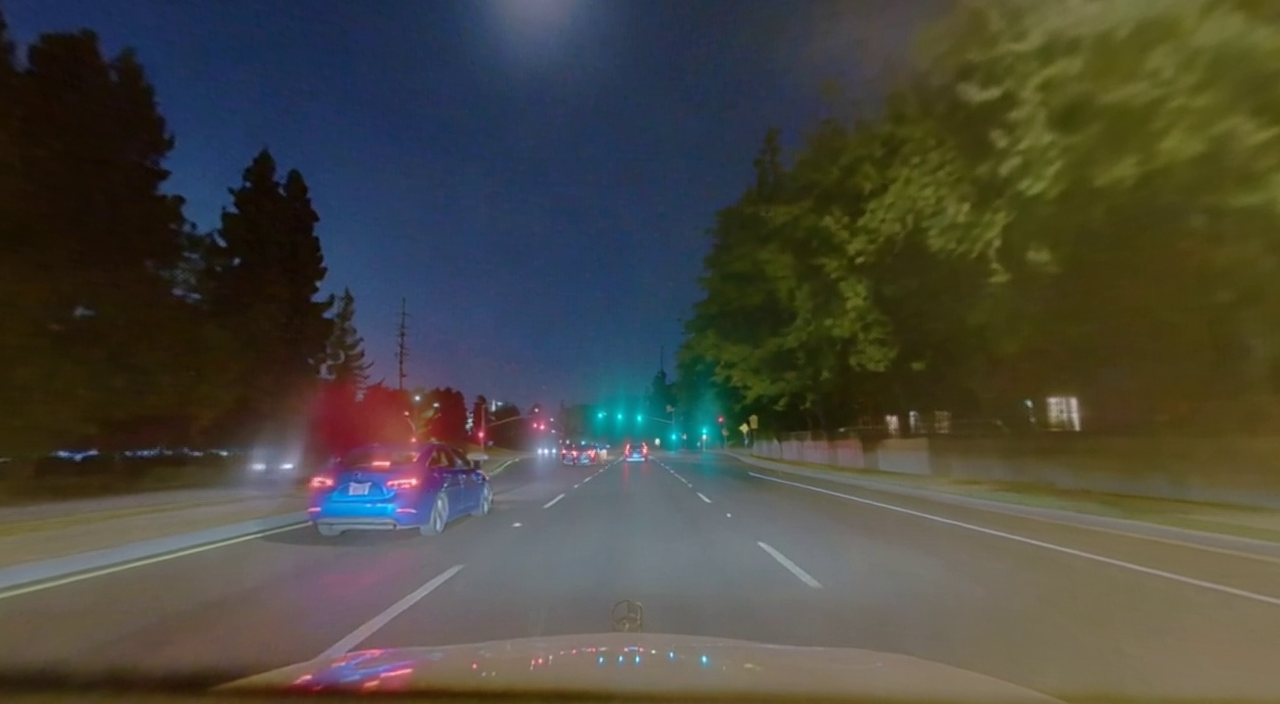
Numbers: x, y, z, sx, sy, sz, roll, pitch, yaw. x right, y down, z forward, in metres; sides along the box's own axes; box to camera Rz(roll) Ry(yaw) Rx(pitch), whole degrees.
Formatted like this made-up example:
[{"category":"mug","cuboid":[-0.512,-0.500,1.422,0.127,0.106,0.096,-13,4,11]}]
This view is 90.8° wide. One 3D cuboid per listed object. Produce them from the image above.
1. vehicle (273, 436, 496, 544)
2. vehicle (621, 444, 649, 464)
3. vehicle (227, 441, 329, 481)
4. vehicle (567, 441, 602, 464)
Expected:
[{"category":"vehicle","cuboid":[-3.891,2.163,10.616,1.905,1.418,4.396,0,-8,0]},{"category":"vehicle","cuboid":[-0.393,7.642,47.644,1.991,1.431,4.199,0,-9,-1]},{"category":"vehicle","cuboid":[-16.484,4.969,29.102,1.973,1.660,4.705,0,-8,-1]},{"category":"vehicle","cuboid":[-3.999,7.364,46.271,2.103,1.592,4.160,0,-8,1]}]
